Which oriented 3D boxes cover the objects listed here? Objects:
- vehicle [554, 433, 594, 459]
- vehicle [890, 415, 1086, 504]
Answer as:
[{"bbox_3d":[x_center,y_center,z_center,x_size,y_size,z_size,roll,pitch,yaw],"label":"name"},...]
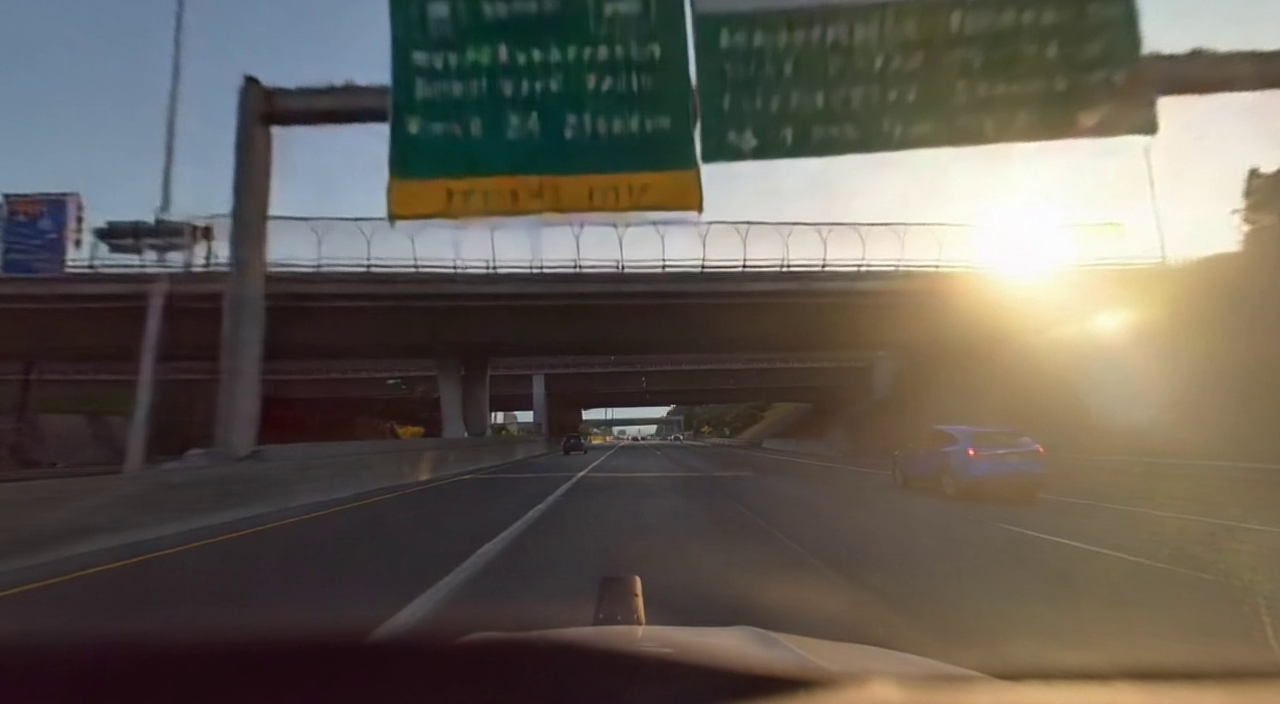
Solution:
[{"bbox_3d":[-3.967,5.688,38.296,2.032,1.465,4.316,0,-8,-1],"label":"vehicle"},{"bbox_3d":[7.303,2.276,13.769,1.956,1.634,3.935,0,-8,-1],"label":"vehicle"}]
